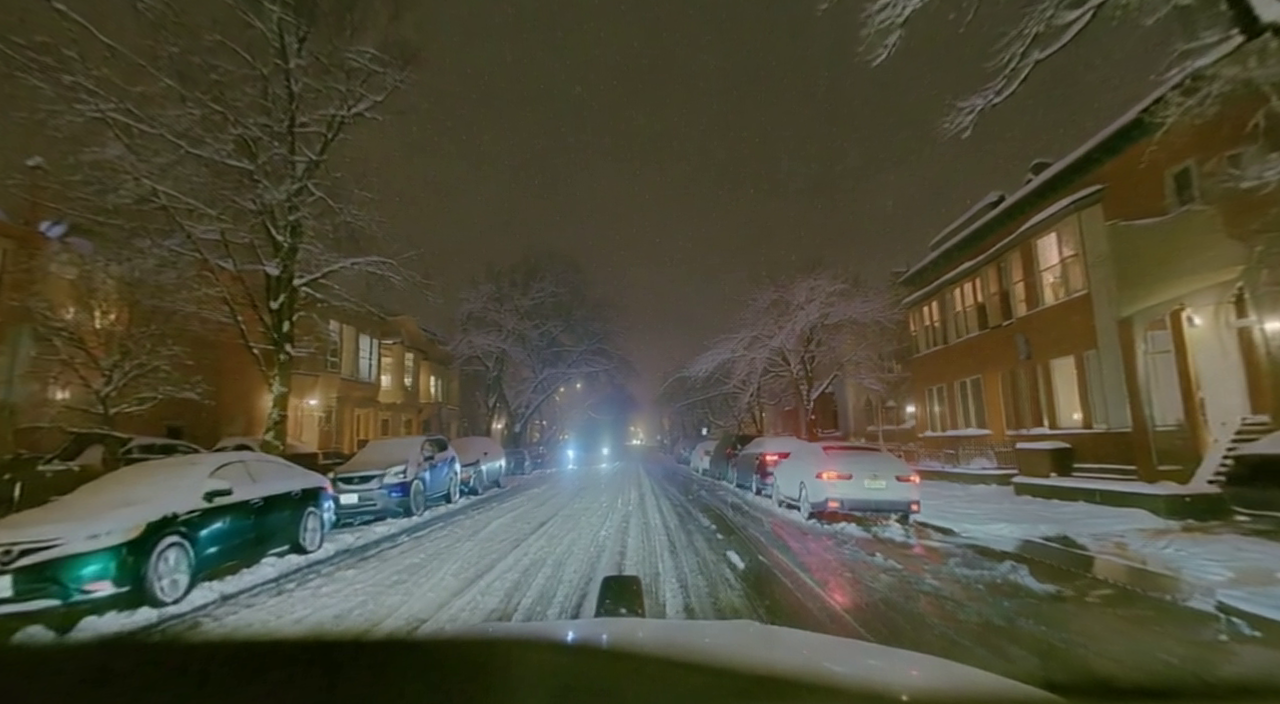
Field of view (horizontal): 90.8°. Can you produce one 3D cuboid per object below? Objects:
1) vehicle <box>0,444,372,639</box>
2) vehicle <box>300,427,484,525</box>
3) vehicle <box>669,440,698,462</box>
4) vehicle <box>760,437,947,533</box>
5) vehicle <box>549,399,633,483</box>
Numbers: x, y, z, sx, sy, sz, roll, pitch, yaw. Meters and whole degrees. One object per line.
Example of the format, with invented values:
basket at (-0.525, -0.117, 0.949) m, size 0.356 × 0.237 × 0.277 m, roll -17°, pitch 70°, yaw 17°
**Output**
vehicle at (-5.086, 1.807, 7.285) m, size 1.861 × 1.474 × 4.749 m, roll 0°, pitch -8°, yaw 1°
vehicle at (-5.245, 2.680, 14.382) m, size 2.002 × 1.781 × 5.380 m, roll 0°, pitch -8°, yaw 0°
vehicle at (3.355, 7.753, 49.762) m, size 1.878 × 1.664 × 4.033 m, roll 0°, pitch -8°, yaw -2°
vehicle at (3.739, 2.385, 12.018) m, size 1.813 × 1.468 × 4.267 m, roll 1°, pitch -8°, yaw -4°
vehicle at (-1.711, 3.560, 25.265) m, size 2.716 × 2.887 × 6.781 m, roll 0°, pitch -8°, yaw 1°
